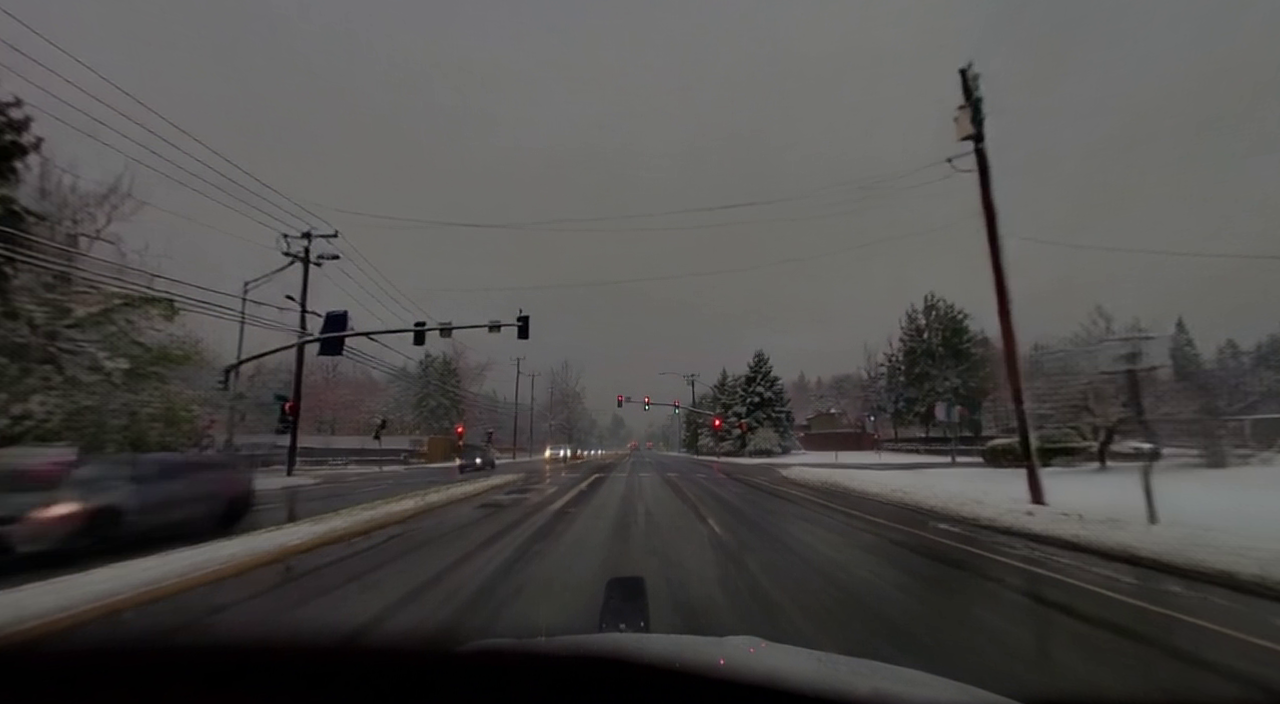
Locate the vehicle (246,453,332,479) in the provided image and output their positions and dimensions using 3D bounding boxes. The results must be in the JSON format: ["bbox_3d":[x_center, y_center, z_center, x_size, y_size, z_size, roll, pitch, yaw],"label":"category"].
[{"bbox_3d":[-21.559,6.960,38.661,5.038,1.435,2.074,-4,-9,28],"label":"vehicle"}]

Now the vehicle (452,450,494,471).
[{"bbox_3d":[-11.920,7.751,45.252,1.825,1.435,4.211,0,-8,1],"label":"vehicle"}]

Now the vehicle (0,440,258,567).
[{"bbox_3d":[-8.795,2.335,10.599,1.986,1.665,4.284,0,-8,1],"label":"vehicle"}]
